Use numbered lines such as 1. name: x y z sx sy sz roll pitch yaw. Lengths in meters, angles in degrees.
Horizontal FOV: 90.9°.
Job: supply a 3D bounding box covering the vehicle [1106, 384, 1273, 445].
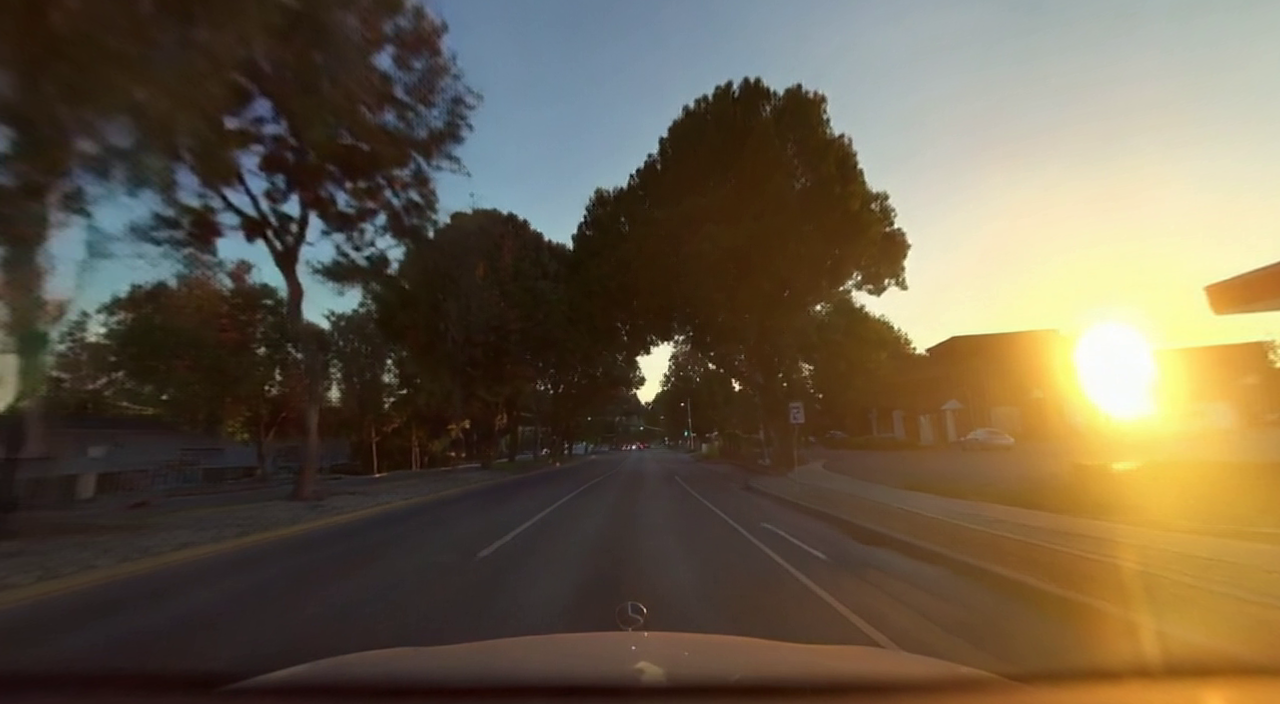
1. vehicle: 41.687 4.874 48.318 8.935 3.546 2.885 -13 -10 37
